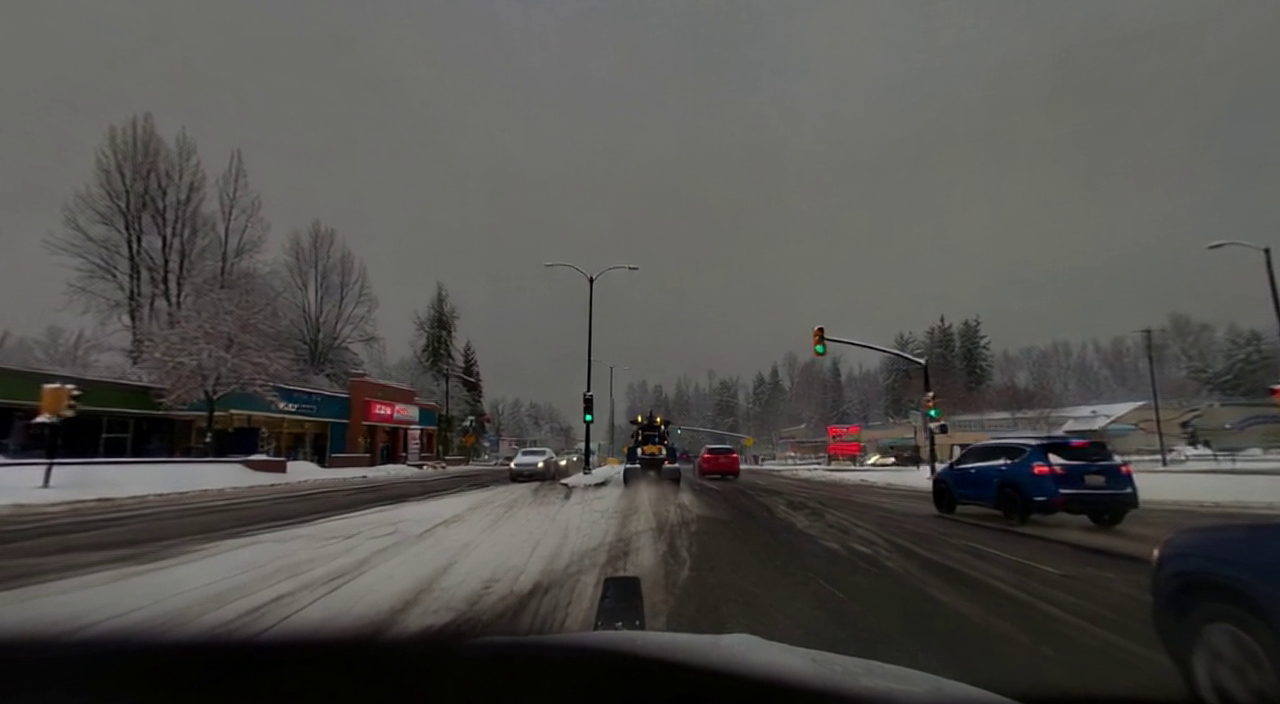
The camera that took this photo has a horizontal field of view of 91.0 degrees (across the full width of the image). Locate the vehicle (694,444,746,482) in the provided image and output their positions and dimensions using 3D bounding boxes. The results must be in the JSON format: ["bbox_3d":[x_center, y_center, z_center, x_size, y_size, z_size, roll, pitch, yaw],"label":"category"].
[{"bbox_3d":[3.897,5.462,31.314,2.025,1.754,4.311,0,-8,0],"label":"vehicle"}]

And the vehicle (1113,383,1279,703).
[{"bbox_3d":[3.567,0.772,1.356,2.025,1.618,3.949,0,-8,1],"label":"vehicle"}]

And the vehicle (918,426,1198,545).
[{"bbox_3d":[7.039,2.263,11.375,1.982,1.698,4.408,0,-8,0],"label":"vehicle"}]

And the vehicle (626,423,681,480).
[{"bbox_3d":[0.553,4.750,30.324,2.370,2.518,3.858,-1,-8,-2],"label":"vehicle"}]

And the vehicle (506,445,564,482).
[{"bbox_3d":[-4.652,5.005,28.526,2.001,1.518,4.316,0,-8,-1],"label":"vehicle"}]
